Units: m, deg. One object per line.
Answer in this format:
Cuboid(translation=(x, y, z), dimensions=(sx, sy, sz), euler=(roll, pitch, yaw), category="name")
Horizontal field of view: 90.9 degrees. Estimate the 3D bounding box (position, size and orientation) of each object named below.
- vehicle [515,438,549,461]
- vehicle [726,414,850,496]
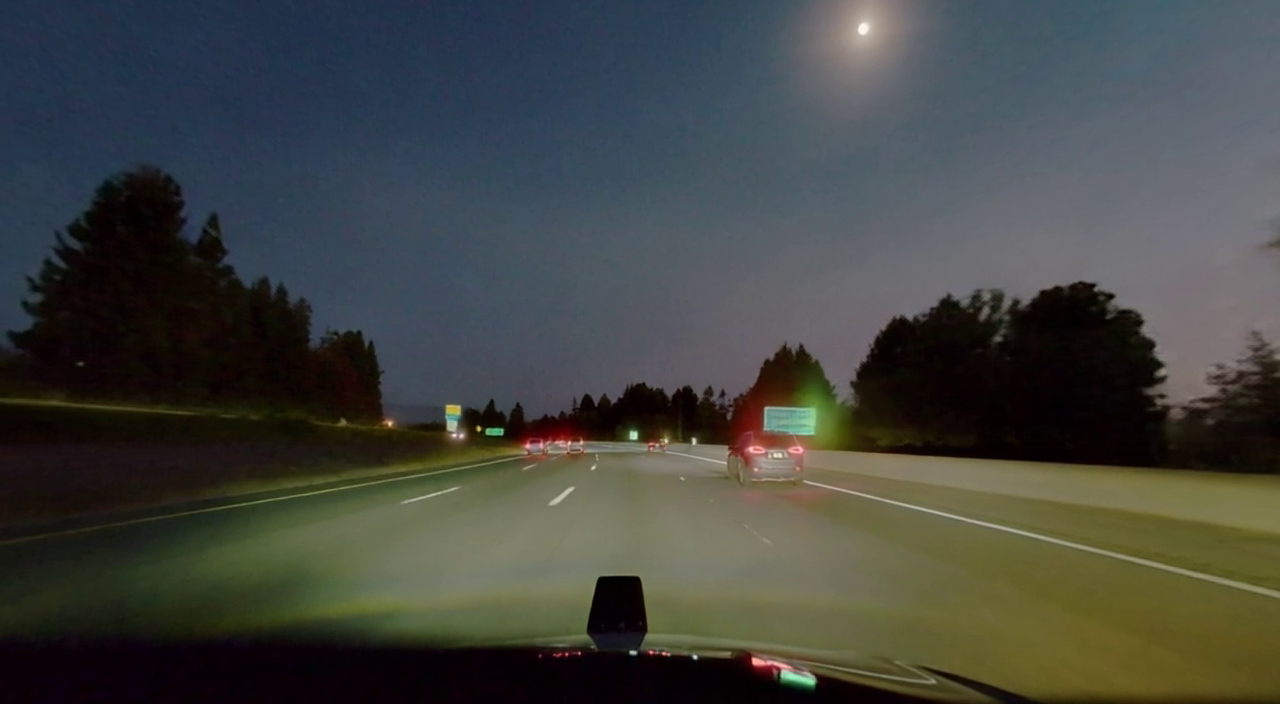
Cuboid(translation=(-8.040, 7.276, 47.305), dimensions=(2.064, 1.645, 4.286), euler=(0, -8, -4), category="vehicle")
Cuboid(translation=(3.588, 2.607, 16.235), dimensions=(2.043, 1.795, 4.347), euler=(0, -8, -1), category="vehicle")
